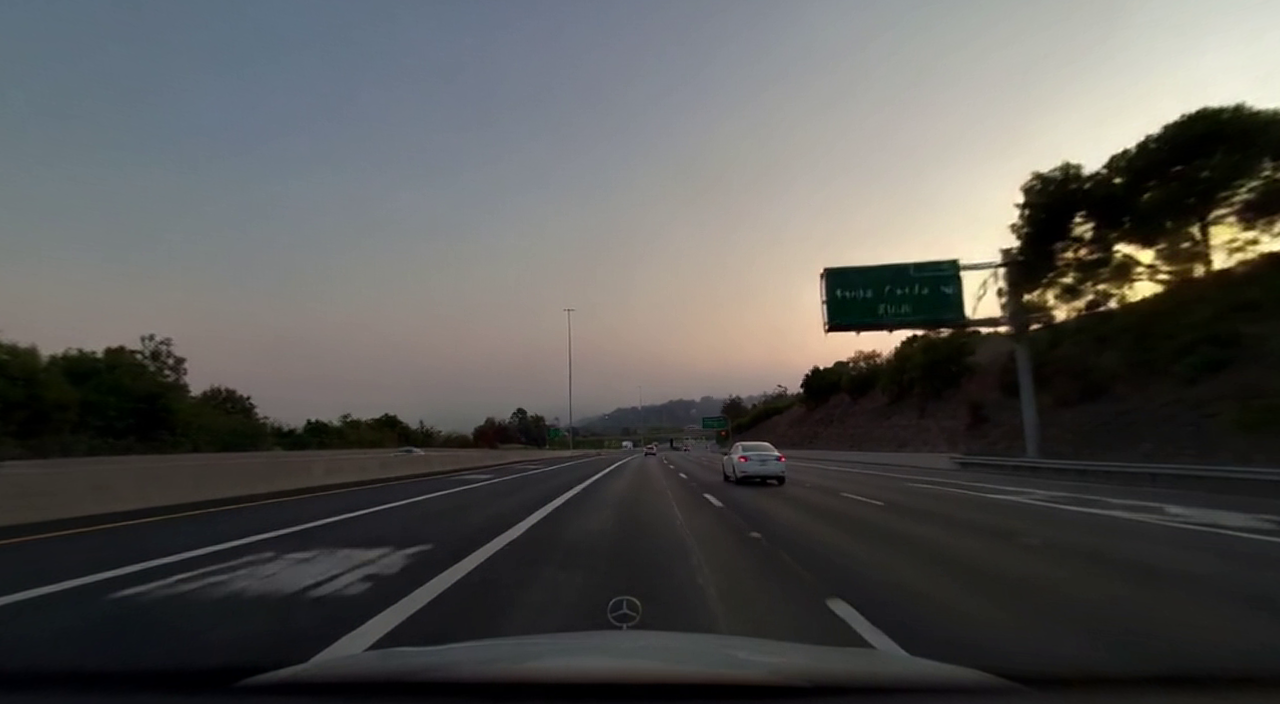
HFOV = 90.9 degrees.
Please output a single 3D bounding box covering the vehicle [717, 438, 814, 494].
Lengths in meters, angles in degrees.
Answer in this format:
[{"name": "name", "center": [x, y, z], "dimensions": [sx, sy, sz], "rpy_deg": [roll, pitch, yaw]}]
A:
[{"name": "vehicle", "center": [3.668, 3.424, 19.402], "dimensions": [1.999, 1.492, 4.673], "rpy_deg": [0, -8, 0]}]
